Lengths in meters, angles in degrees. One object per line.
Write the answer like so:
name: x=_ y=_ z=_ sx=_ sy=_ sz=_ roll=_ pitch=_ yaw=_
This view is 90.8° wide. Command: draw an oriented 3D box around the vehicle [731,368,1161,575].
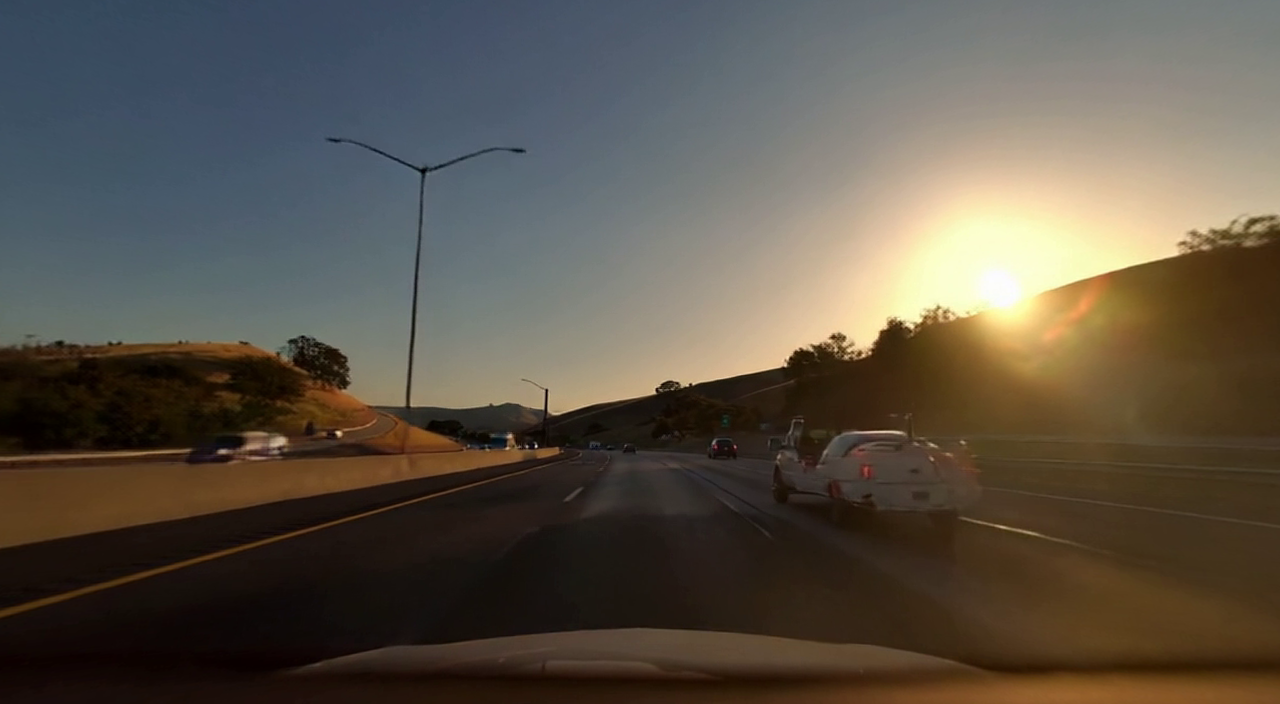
vehicle: x=3.637 y=1.769 z=10.325 sx=2.981 sy=2.053 sz=7.897 roll=0 pitch=-8 yaw=-1

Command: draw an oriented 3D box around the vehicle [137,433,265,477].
vehicle: x=-20.156 y=4.757 z=29.373 sx=2.362 sy=1.865 sz=5.180 roll=0 pitch=-8 yaw=-2

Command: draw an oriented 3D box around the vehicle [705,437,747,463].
vehicle: x=6.000 y=6.934 z=44.658 sx=2.104 sy=1.723 sz=4.538 roll=0 pitch=-9 yaw=-3
